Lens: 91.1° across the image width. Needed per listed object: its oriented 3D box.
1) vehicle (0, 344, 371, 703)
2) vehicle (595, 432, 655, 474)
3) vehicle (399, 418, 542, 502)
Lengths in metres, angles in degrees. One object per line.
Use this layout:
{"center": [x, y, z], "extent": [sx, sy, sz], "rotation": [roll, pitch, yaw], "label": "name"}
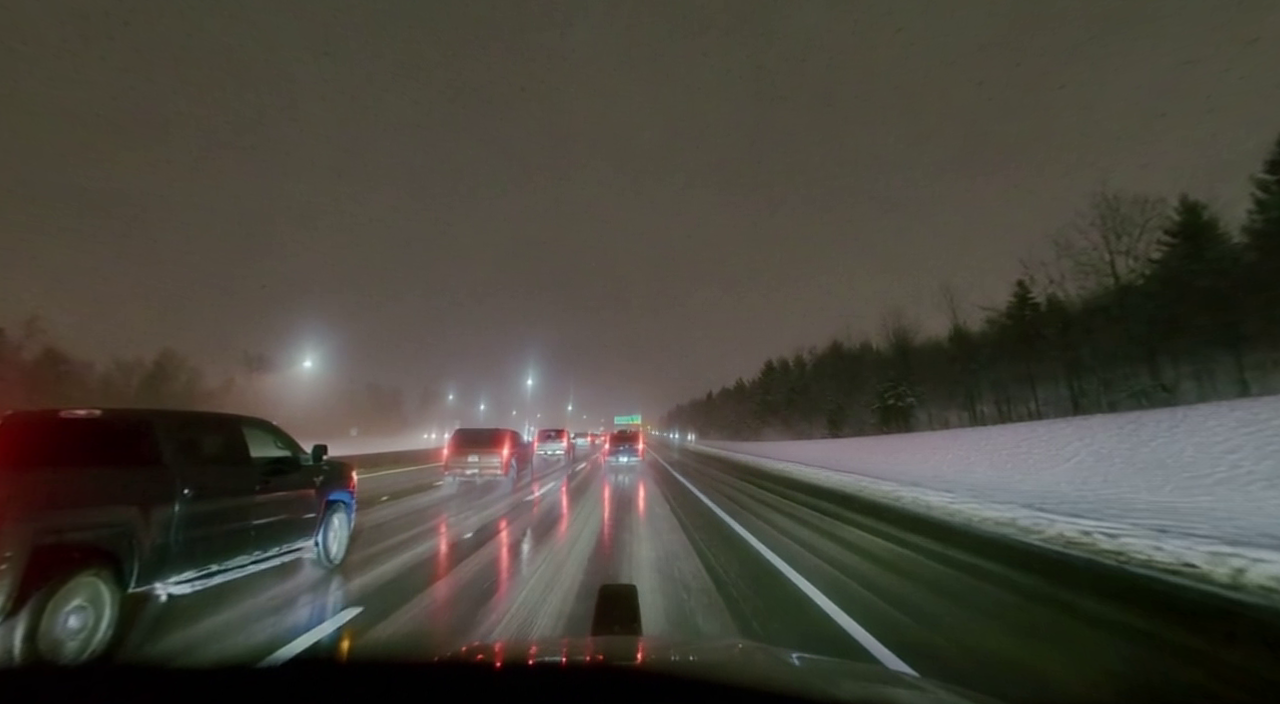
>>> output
{"center": [-3.836, 1.032, 4.249], "extent": [2.107, 1.703, 4.274], "rotation": [0, -8, 0], "label": "vehicle"}
{"center": [-0.552, 3.806, 23.928], "extent": [2.070, 1.452, 3.834], "rotation": [0, -8, -1], "label": "vehicle"}
{"center": [-3.837, 2.518, 15.197], "extent": [2.154, 1.690, 4.595], "rotation": [0, -8, 0], "label": "vehicle"}
